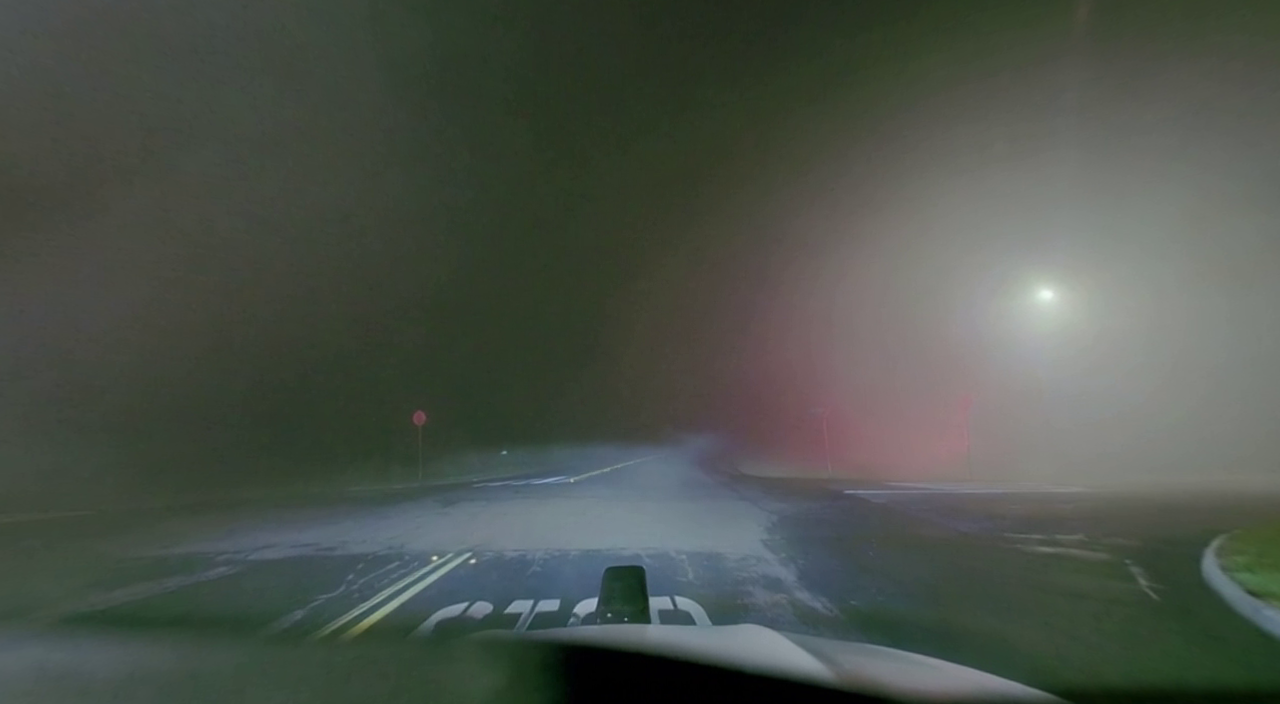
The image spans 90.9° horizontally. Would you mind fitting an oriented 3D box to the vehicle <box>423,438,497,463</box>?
[{"bbox_3d":[-12.655,6.952,44.543,4.590,1.735,1.973,0,-9,3],"label":"vehicle"}]
